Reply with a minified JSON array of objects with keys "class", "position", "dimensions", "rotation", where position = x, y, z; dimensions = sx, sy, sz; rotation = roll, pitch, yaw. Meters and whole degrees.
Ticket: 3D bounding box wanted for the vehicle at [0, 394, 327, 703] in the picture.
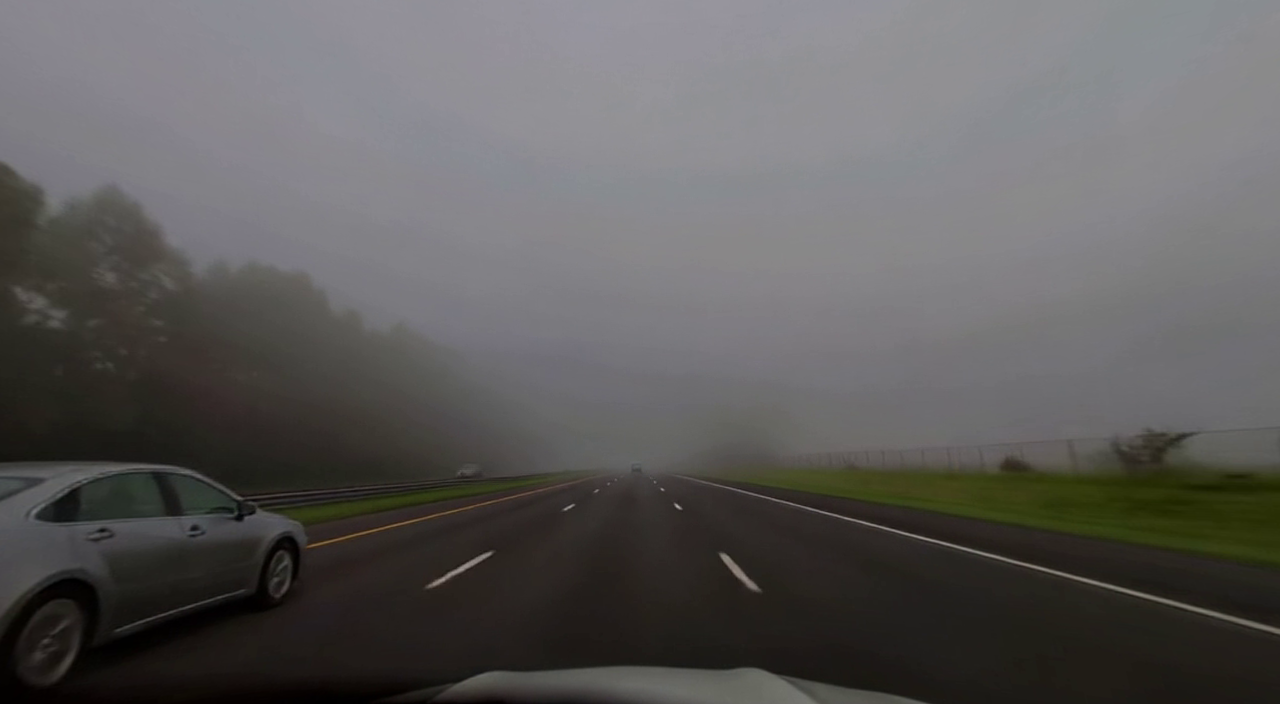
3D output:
[{"class":"vehicle","position":[-4.096,1.141,3.799],"dimensions":[1.928,1.593,4.871],"rotation":[1,-10,-1]}]
